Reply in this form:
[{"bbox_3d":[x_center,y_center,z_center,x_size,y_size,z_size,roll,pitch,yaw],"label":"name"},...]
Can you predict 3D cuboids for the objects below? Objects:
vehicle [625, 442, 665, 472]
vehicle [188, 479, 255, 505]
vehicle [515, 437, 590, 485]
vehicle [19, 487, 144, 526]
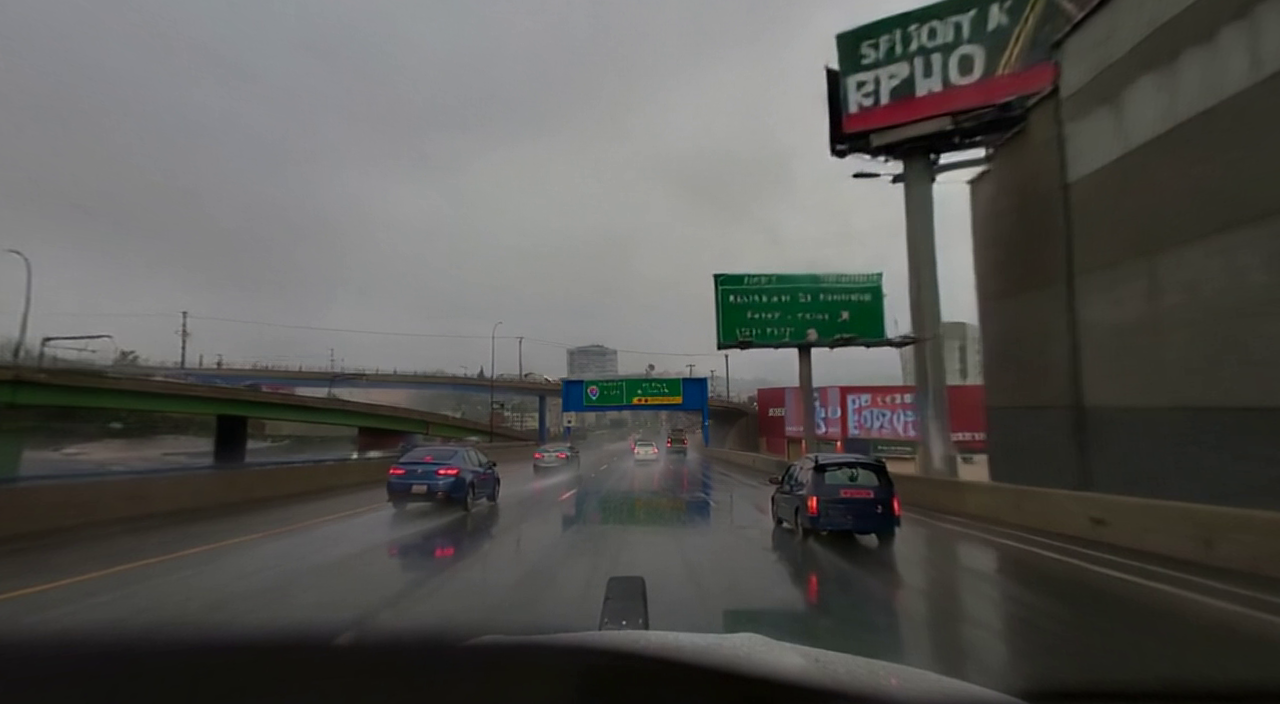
[{"bbox_3d":[0.252,5.280,31.953,1.877,1.386,3.872,0,-8,0],"label":"vehicle"},{"bbox_3d":[-31.783,10.625,48.097,2.059,1.636,4.402,0,-8,0],"label":"vehicle"},{"bbox_3d":[-3.130,4.003,23.397,2.064,1.589,4.213,0,-8,2],"label":"vehicle"},{"bbox_3d":[-28.323,7.840,32.227,2.125,1.513,4.588,0,-8,1],"label":"vehicle"}]
